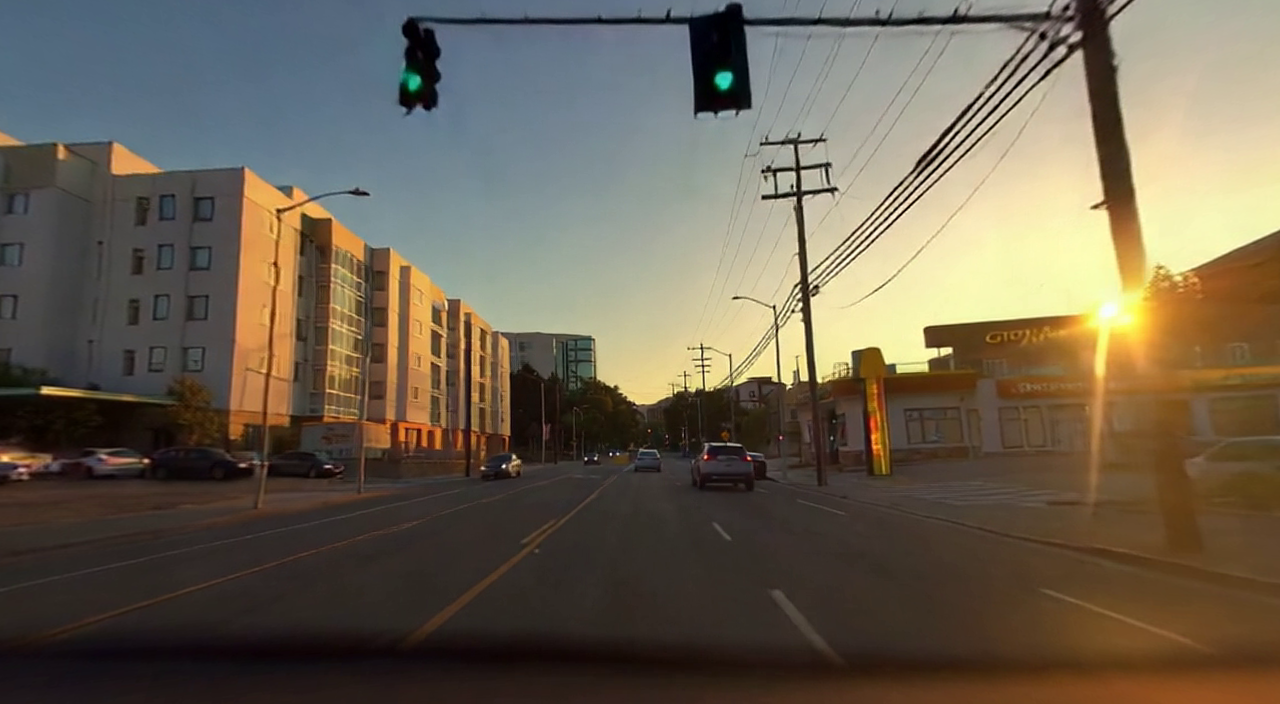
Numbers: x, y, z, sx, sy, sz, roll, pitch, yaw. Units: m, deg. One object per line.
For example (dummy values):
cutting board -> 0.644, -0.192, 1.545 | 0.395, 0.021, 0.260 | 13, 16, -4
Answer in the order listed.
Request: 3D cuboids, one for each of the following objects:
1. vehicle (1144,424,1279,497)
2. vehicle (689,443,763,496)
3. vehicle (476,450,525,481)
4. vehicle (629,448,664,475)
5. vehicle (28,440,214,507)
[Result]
vehicle -> 14.141, 2.387, 14.062 | 1.846, 1.480, 4.649 | 0, -8, -2
vehicle -> 2.864, 3.996, 21.982 | 1.945, 1.647, 4.160 | 0, -8, -1
vehicle -> -8.718, 7.090, 39.842 | 2.000, 1.796, 4.529 | 0, -8, 1
vehicle -> 0.425, 6.658, 38.637 | 1.999, 1.487, 3.939 | 0, -8, 1
vehicle -> -17.587, 4.110, 21.576 | 4.592, 1.852, 2.241 | -3, -5, 5
